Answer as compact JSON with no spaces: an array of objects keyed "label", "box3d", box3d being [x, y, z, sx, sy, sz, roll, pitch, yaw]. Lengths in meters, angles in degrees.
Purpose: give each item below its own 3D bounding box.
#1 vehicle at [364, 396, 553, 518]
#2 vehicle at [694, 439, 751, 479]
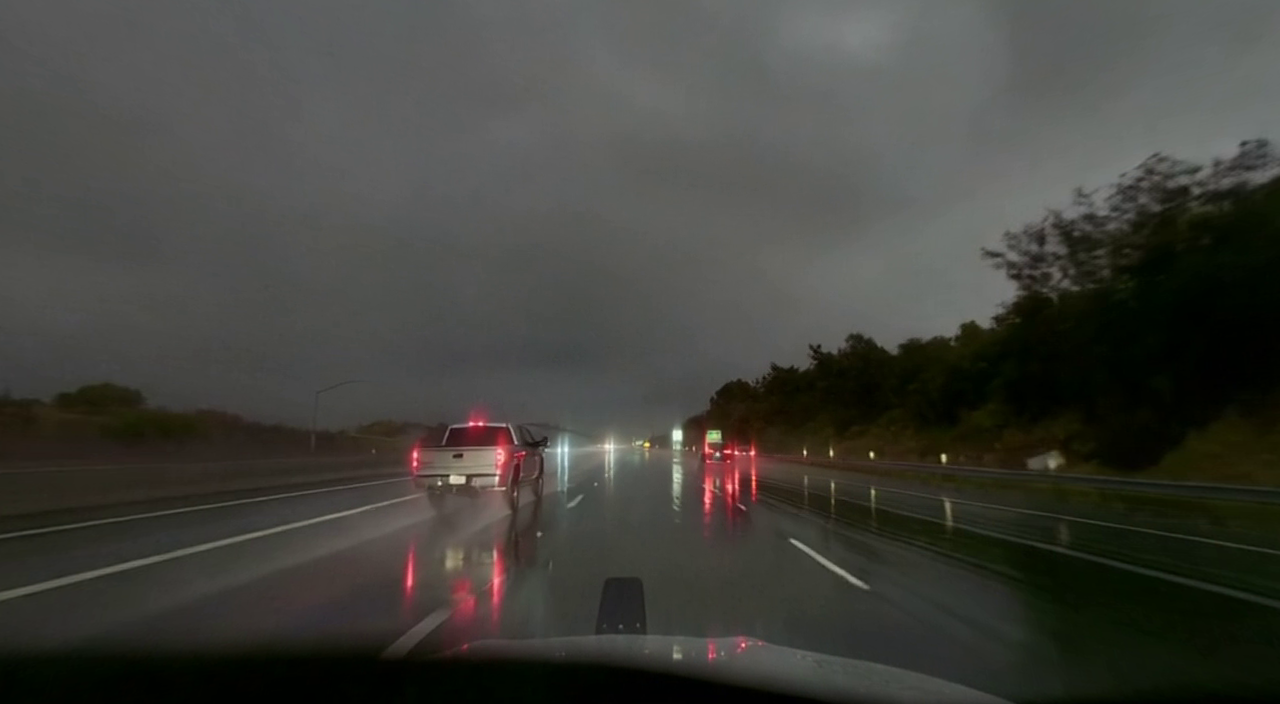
[{"label":"vehicle","box3d":[-3.748,2.399,14.718,2.496,2.203,6.317,0,-9,0]},{"label":"vehicle","box3d":[3.687,4.877,29.005,2.095,1.668,4.135,0,-9,0]}]
